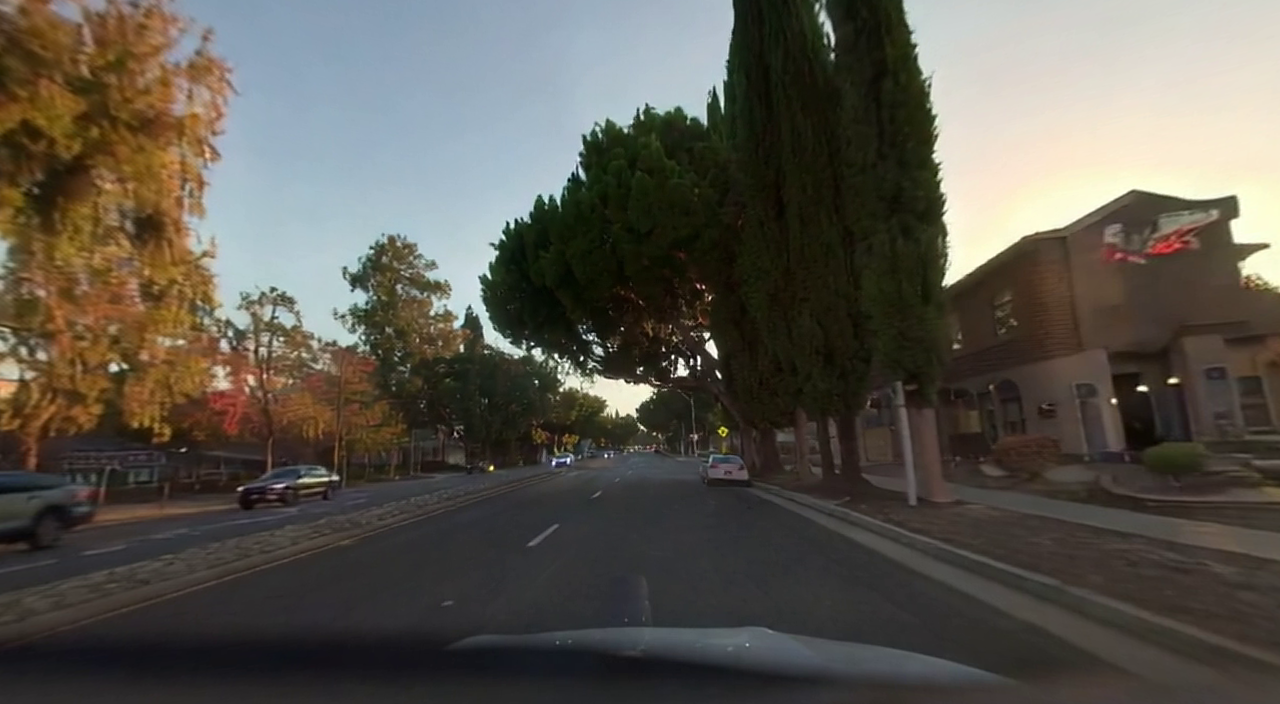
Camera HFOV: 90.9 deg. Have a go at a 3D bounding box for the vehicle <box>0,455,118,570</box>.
[{"bbox_3d":[-11.317,2.553,9.865,2.079,1.812,4.757,0,-9,2],"label":"vehicle"}]

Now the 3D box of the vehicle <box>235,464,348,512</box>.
[{"bbox_3d":[-14.163,5.508,25.992,1.915,1.505,4.726,-5,-9,2],"label":"vehicle"}]

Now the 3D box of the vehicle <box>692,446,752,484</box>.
[{"bbox_3d":[3.575,5.001,28.194,2.041,1.523,4.281,0,-9,-1],"label":"vehicle"}]
